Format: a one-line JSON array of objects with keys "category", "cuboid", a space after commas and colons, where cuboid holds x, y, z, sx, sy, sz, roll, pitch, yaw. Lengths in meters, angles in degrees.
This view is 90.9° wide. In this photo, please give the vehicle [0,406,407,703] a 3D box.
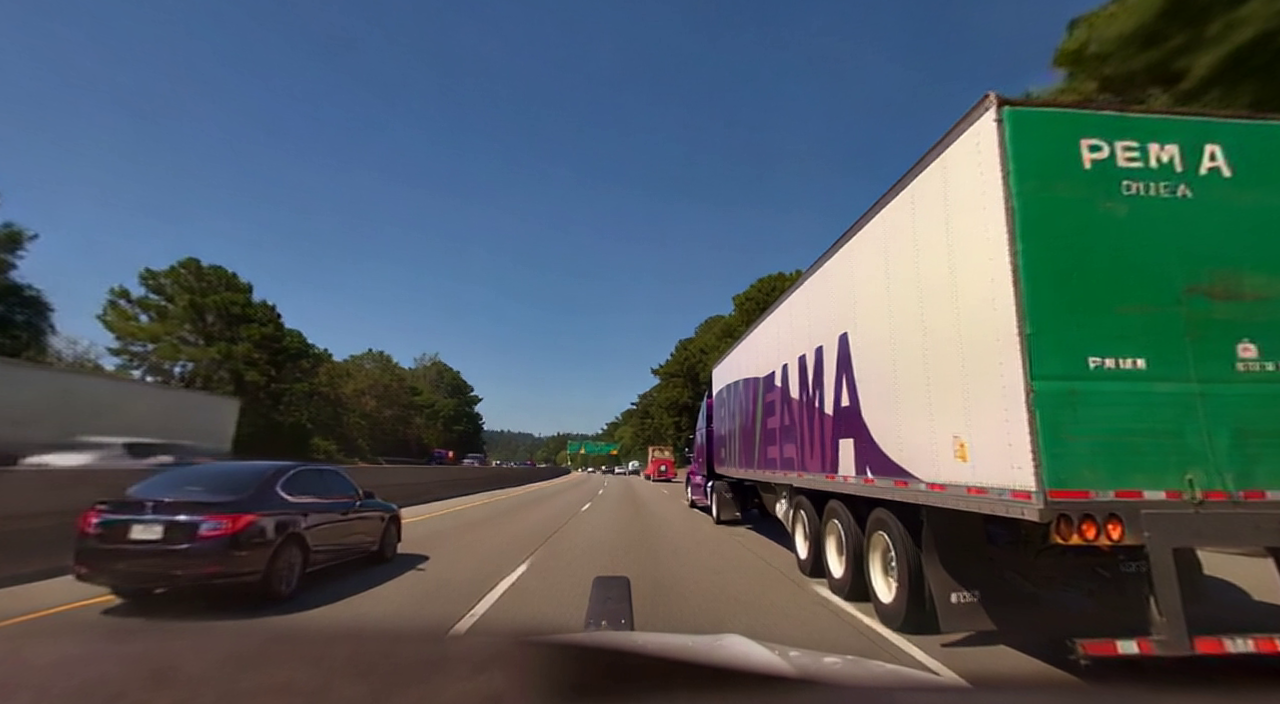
[{"category": "vehicle", "cuboid": [-4.025, 1.501, 5.548, 2.010, 1.580, 4.949, 1, -11, 0]}]

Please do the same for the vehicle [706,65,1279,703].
[{"category": "vehicle", "cuboid": [3.411, 1.312, 10.865, 2.856, 4.040, 14.009, 1, -11, -1]}]
